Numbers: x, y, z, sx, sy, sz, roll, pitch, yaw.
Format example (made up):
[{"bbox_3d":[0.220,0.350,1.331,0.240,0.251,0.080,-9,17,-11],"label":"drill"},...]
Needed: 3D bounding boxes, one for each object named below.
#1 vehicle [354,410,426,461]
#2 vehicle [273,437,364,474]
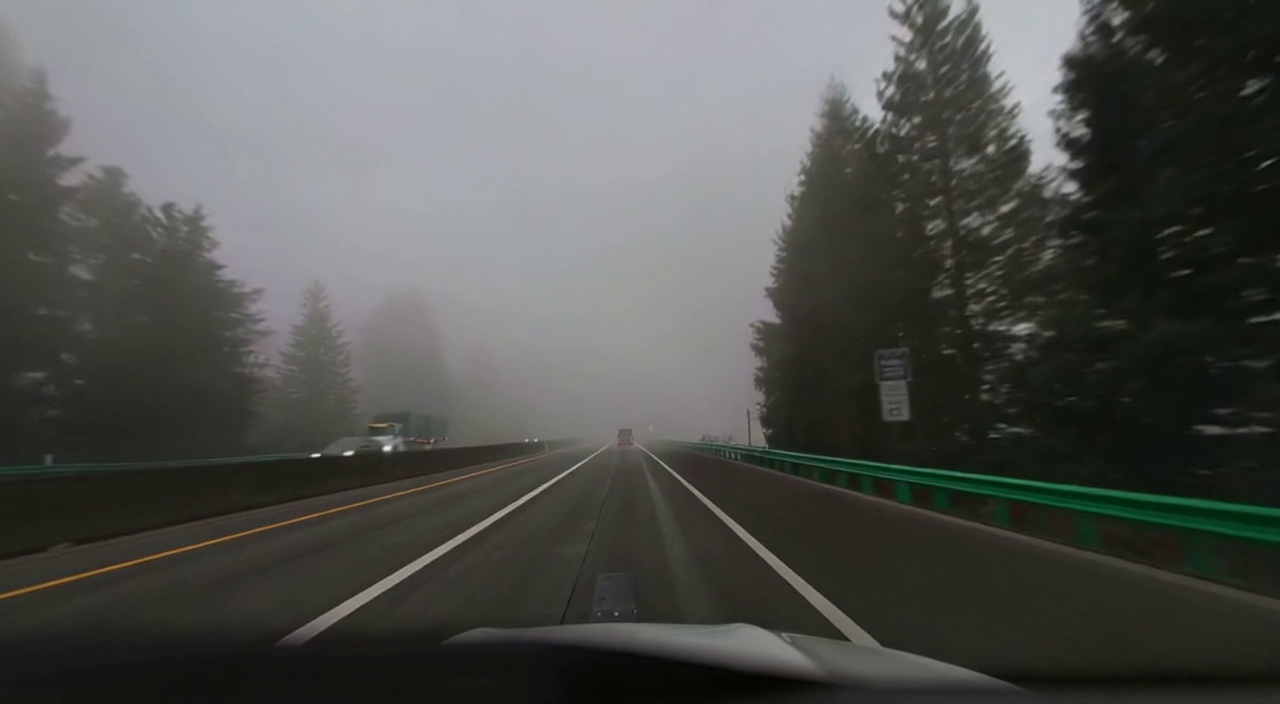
[{"bbox_3d":[-17.921,6.009,45.539,2.903,3.412,5.821,0,-7,-2],"label":"vehicle"},{"bbox_3d":[-13.134,4.233,26.002,1.734,1.379,3.833,0,-7,-1],"label":"vehicle"}]
